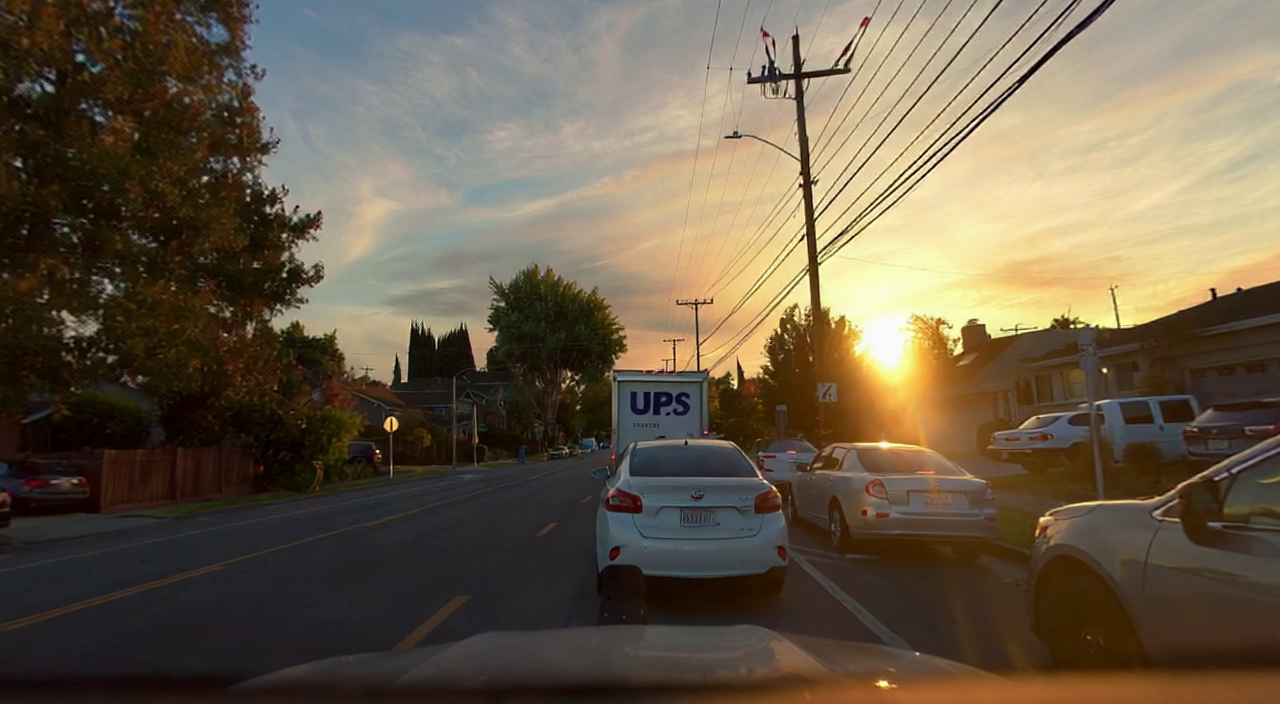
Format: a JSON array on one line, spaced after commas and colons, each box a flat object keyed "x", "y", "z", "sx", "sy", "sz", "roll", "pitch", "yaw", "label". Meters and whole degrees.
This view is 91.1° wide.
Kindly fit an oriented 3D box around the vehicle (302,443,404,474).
[{"x": -17.428, "y": 6.466, "z": 38.305, "sx": 5.274, "sy": 1.793, "sz": 1.921, "roll": 0, "pitch": -8, "yaw": 3, "label": "vehicle"}]

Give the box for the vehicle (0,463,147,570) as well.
[{"x": -10.352, "y": 2.492, "z": 9.490, "sx": 1.925, "sy": 1.482, "sz": 4.753, "roll": 0, "pitch": -8, "yaw": 0, "label": "vehicle"}]

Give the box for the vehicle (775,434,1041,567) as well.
[{"x": 3.503, "y": 2.010, "z": 9.354, "sx": 1.993, "sy": 1.479, "sz": 4.487, "roll": 0, "pitch": -8, "yaw": 0, "label": "vehicle"}]

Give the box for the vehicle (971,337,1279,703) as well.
[{"x": 3.315, "y": 0.768, "z": 1.927, "sx": 2.069, "sy": 1.722, "sz": 4.888, "roll": 0, "pitch": -8, "yaw": 2, "label": "vehicle"}]

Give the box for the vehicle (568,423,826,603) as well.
[{"x": 0.472, "y": 1.681, "z": 7.529, "sx": 2.158, "sy": 1.499, "sz": 4.377, "roll": 0, "pitch": -8, "yaw": 0, "label": "vehicle"}]
